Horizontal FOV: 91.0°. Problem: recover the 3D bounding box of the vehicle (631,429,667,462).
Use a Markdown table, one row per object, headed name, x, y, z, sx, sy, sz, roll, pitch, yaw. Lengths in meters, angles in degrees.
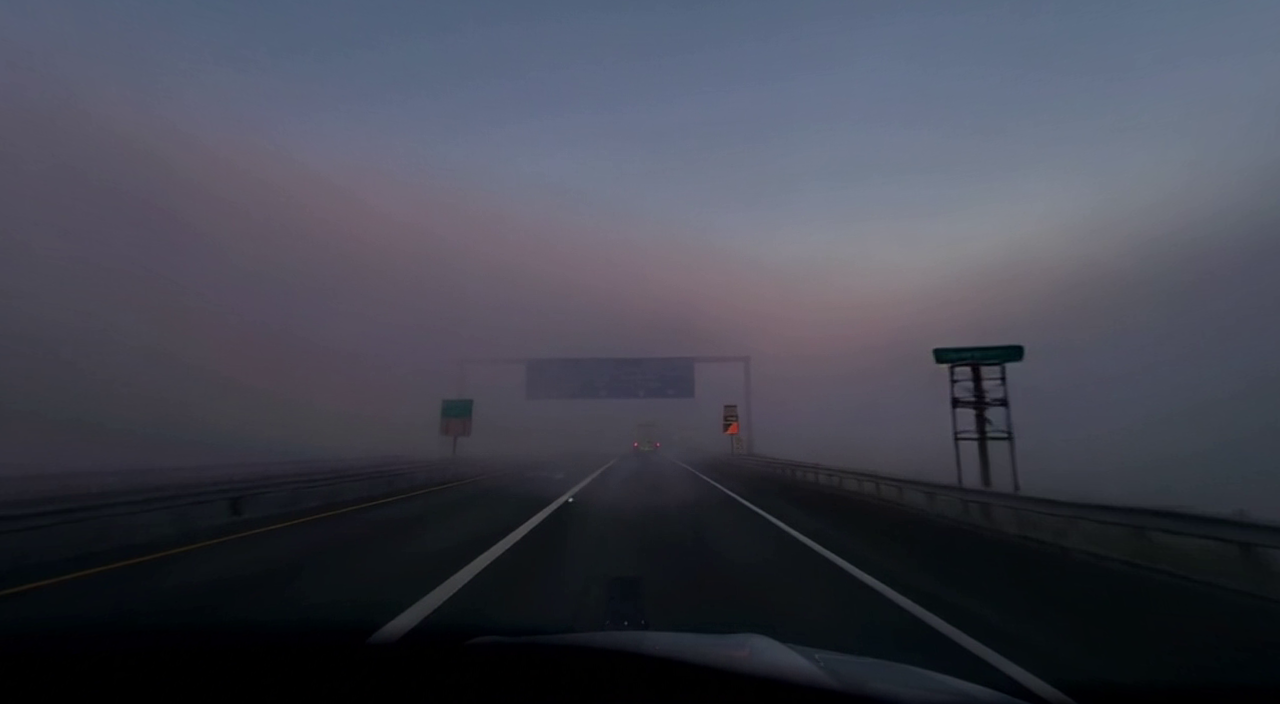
| name | x | y | z | sx | sy | sz | roll | pitch | yaw |
| --- | --- | --- | --- | --- | --- | --- | --- | --- | --- |
| vehicle | 0.639 | 6.317 | 42.605 | 2.277 | 2.109 | 4.922 | 0 | -8 | 1 |
